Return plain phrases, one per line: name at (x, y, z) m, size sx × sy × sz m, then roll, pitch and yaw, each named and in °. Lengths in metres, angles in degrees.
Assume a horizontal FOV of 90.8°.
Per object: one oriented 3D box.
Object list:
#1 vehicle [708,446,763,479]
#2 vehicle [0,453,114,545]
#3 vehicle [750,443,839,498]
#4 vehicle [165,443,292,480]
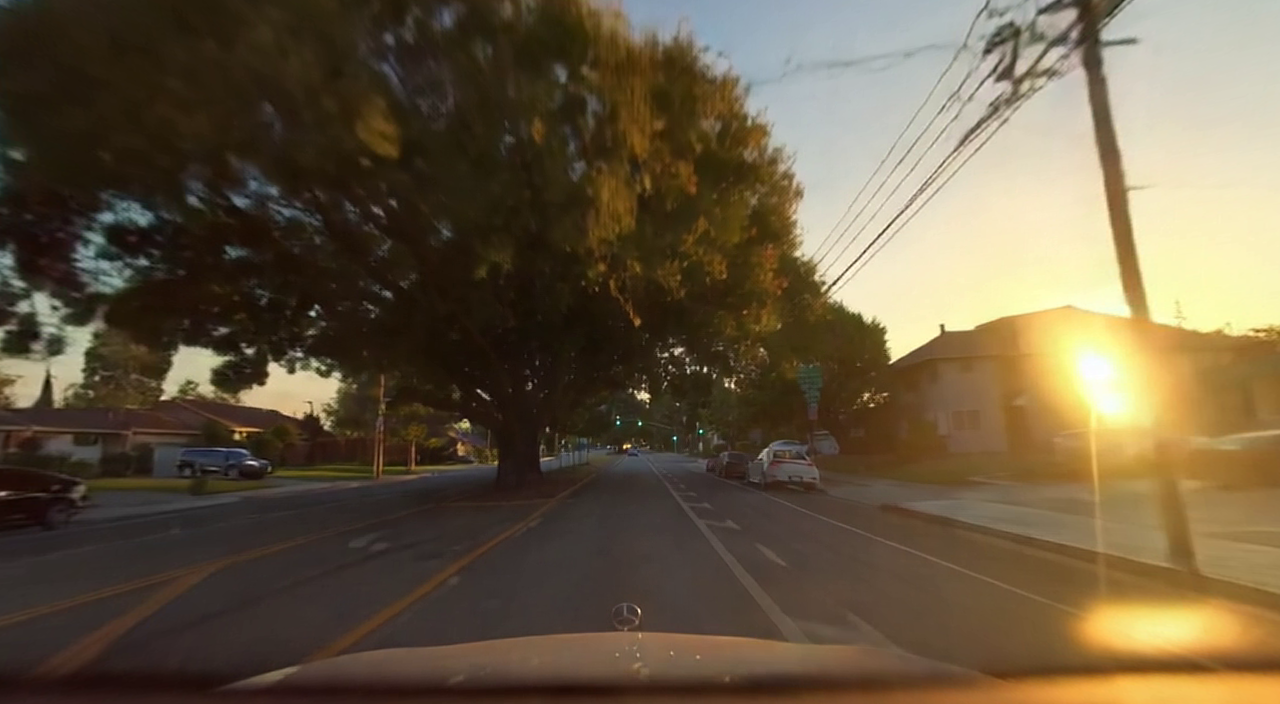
vehicle at (4.650, 5.433, 31.391) m, size 2.065 × 1.463 × 4.814 m, roll 0°, pitch -8°, yaw 1°
vehicle at (-12.293, 2.718, 11.436) m, size 1.939 × 1.537 × 4.197 m, roll -3°, pitch -7°, yaw 0°
vehicle at (4.750, 3.673, 19.938) m, size 1.875 × 1.540 × 3.402 m, roll 0°, pitch -8°, yaw -1°
vehicle at (-20.993, 5.593, 32.417) m, size 4.931 × 1.801 × 2.142 m, roll 0°, pitch -9°, yaw -1°
